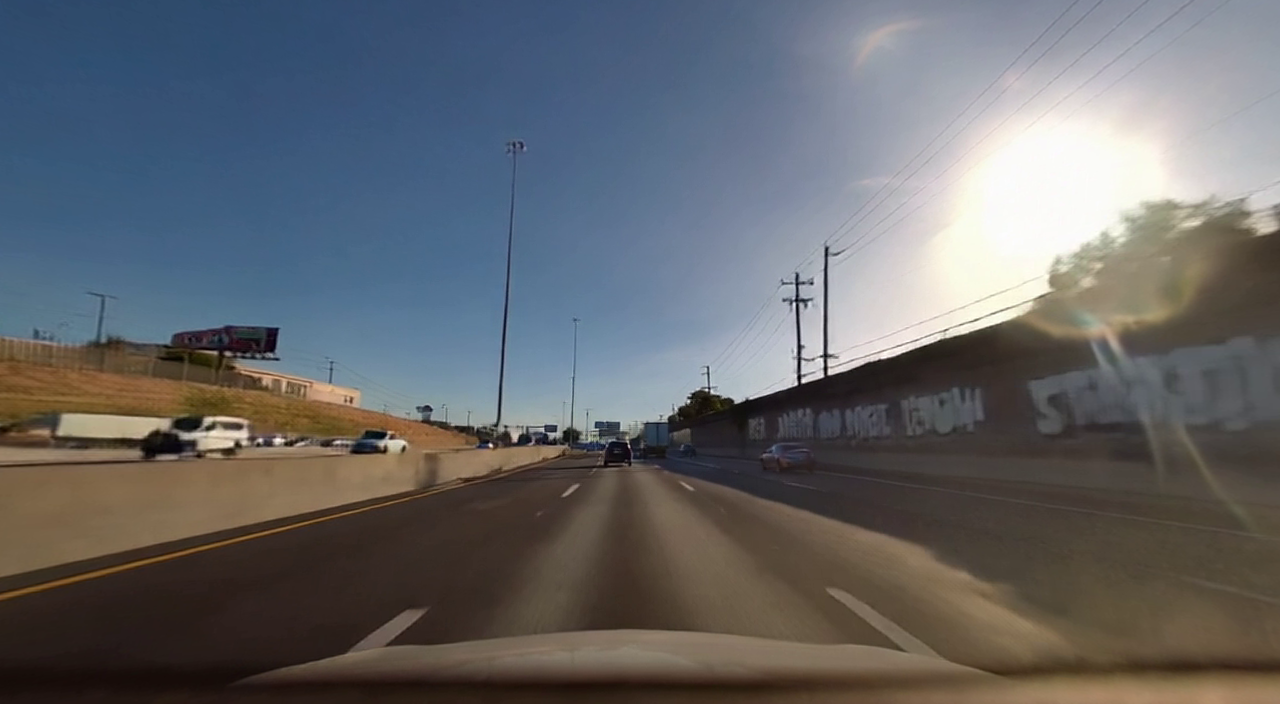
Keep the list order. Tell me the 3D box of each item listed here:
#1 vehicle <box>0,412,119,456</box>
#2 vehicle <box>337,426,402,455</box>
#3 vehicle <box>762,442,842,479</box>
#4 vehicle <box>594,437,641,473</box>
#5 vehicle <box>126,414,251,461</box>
[{"bbox_3d":[-31.126,4.342,33.131,5.594,2.183,2.388,6,-11,-36],"label":"vehicle"},{"bbox_3d":[-17.495,5.784,41.163,2.138,1.755,5.022,0,-9,-1],"label":"vehicle"},{"bbox_3d":[6.817,4.639,27.246,2.018,1.451,4.762,0,-9,-2],"label":"vehicle"},{"bbox_3d":[-1.101,5.048,31.080,2.191,1.685,3.353,0,-9,-2],"label":"vehicle"},{"bbox_3d":[-22.263,4.305,31.534,2.270,2.130,5.448,0,-9,-1],"label":"vehicle"}]
